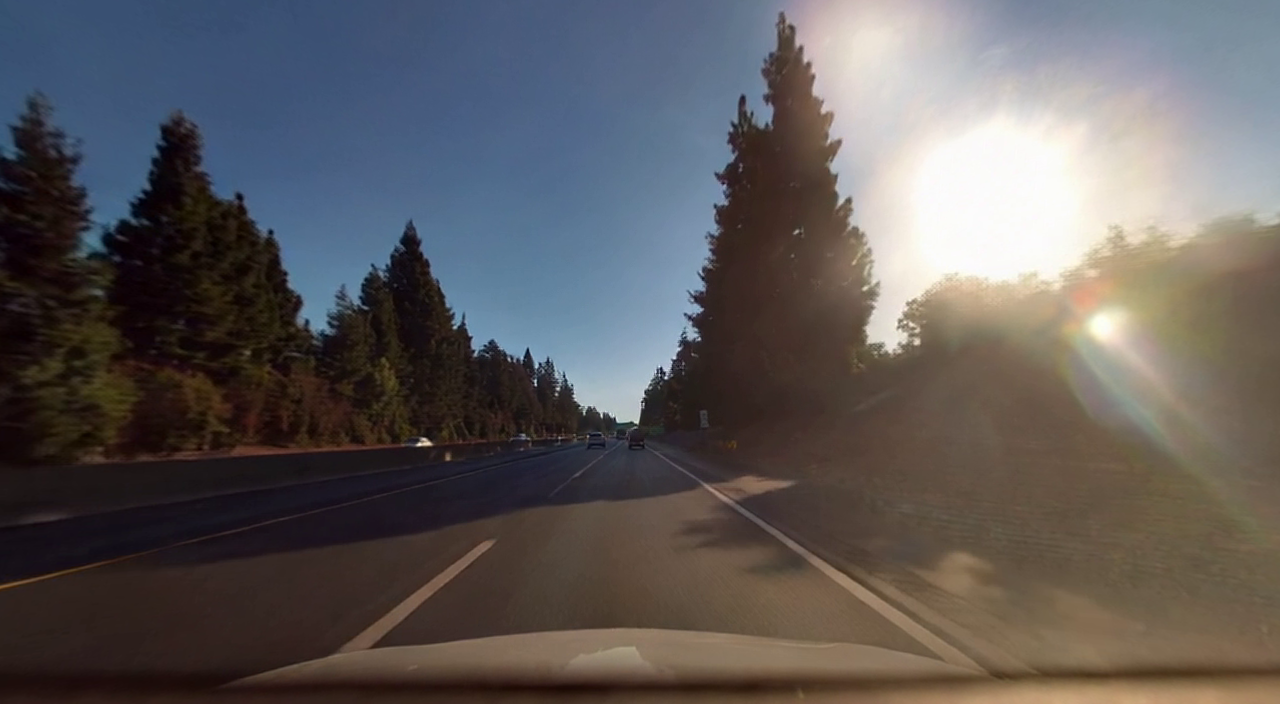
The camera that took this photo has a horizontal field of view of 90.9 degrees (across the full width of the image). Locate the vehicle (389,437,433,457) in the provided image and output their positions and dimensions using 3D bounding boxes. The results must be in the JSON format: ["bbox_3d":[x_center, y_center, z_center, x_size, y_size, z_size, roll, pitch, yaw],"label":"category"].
[{"bbox_3d":[-17.958,7.467,49.575,1.826,1.498,4.295,0,-8,0],"label":"vehicle"}]
